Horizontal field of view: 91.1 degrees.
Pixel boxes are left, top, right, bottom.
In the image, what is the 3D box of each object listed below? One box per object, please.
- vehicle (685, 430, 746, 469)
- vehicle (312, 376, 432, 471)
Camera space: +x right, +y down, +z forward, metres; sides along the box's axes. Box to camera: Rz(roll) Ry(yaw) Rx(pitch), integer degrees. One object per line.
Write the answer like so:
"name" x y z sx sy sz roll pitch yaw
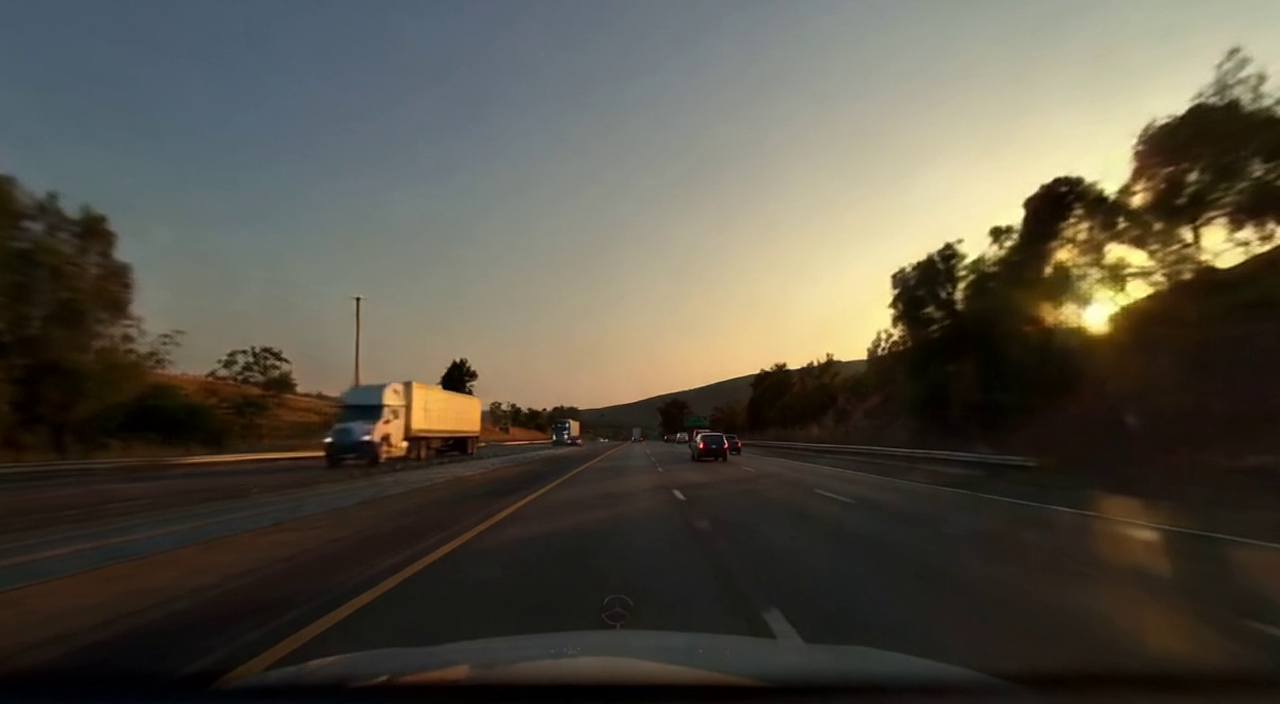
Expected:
"vehicle" 3.192 4.245 27.607 2.084 1.583 4.420 0 -8 -1
"vehicle" -12.652 3.511 30.429 3.009 4.091 6.327 0 -8 -1
